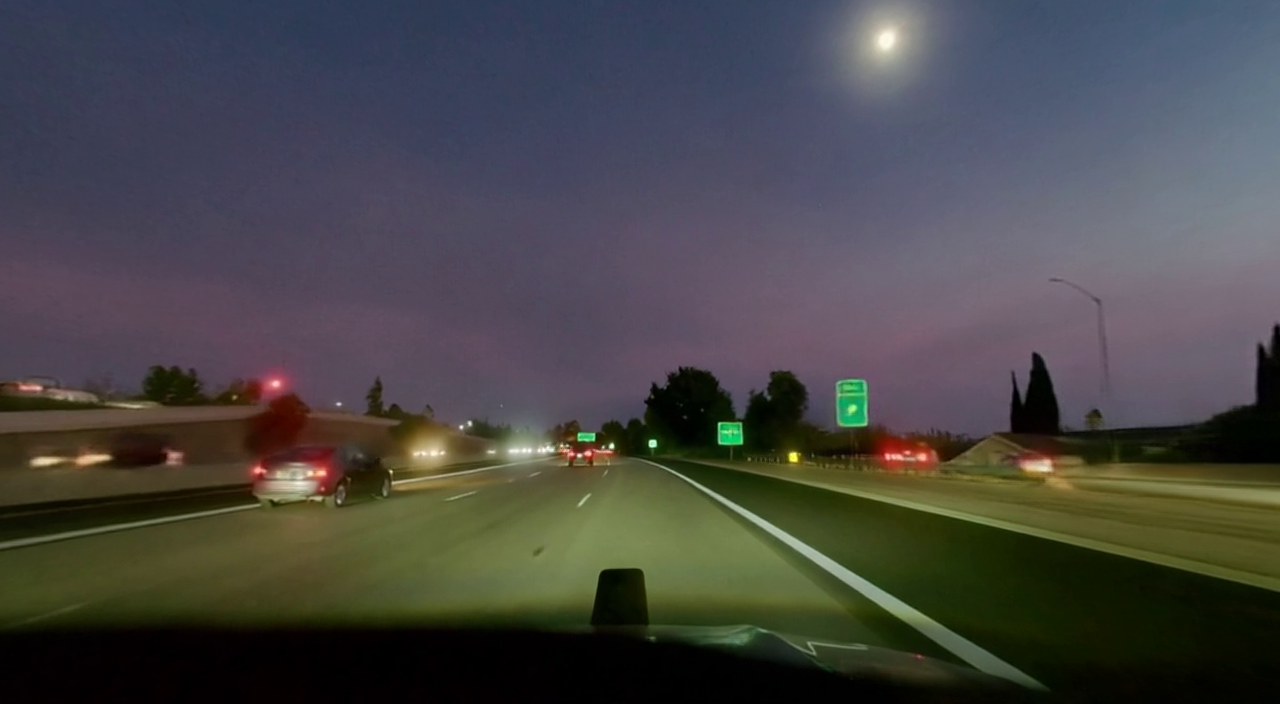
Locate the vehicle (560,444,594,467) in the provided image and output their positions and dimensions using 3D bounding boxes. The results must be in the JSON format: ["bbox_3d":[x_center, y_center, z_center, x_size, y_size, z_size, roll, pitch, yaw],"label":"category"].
[{"bbox_3d":[-4.189,6.963,42.621,1.936,1.465,4.060,0,-8,-1],"label":"vehicle"}]

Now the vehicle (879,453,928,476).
[{"bbox_3d":[18.807,8.015,45.223,2.005,1.478,4.056,-1,-8,4],"label":"vehicle"}]

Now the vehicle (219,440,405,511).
[{"bbox_3d":[-7.654,2.901,15.403,2.038,1.463,4.656,0,-8,0],"label":"vehicle"}]

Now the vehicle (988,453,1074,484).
[{"bbox_3d":[20.573,6.120,33.418,1.950,1.462,4.391,-1,-8,4],"label":"vehicle"}]
